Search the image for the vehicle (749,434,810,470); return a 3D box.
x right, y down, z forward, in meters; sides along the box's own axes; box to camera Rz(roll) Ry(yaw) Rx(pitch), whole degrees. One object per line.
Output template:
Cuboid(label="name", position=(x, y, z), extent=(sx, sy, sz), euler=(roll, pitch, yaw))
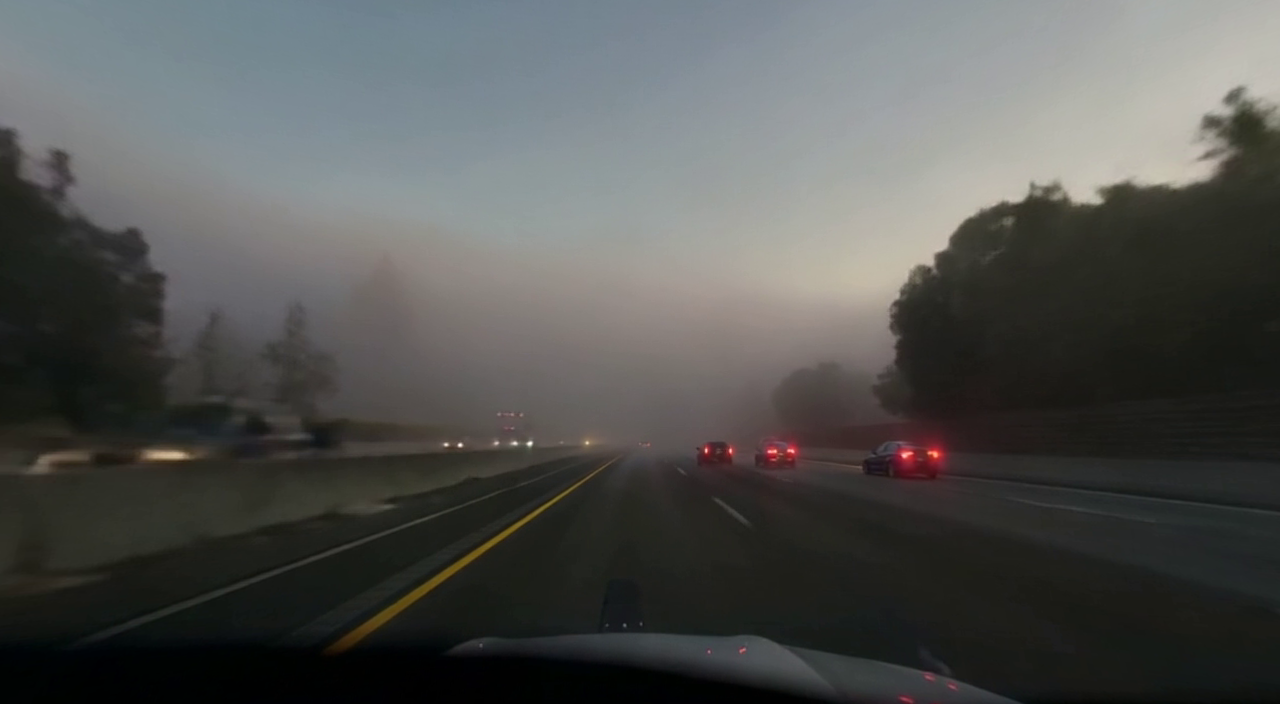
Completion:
Cuboid(label="vehicle", position=(7.280, 5.257, 33.438), extent=(2.178, 1.749, 4.570), euler=(0, -8, -1))

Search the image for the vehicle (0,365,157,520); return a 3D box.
Cuboid(label="vehicle", position=(-6.591, 0.831, 5.783), extent=(1.511, 1.402, 3.426), euler=(0, -8, 1))

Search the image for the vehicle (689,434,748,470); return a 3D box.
Cuboid(label="vehicle", position=(3.784, 4.934, 31.236), extent=(2.326, 1.644, 4.206), euler=(0, -8, -1))

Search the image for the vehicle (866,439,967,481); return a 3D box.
Cuboid(label="vehicle", position=(10.735, 4.216, 24.891), extent=(1.970, 1.479, 4.480), euler=(0, -8, 0))
